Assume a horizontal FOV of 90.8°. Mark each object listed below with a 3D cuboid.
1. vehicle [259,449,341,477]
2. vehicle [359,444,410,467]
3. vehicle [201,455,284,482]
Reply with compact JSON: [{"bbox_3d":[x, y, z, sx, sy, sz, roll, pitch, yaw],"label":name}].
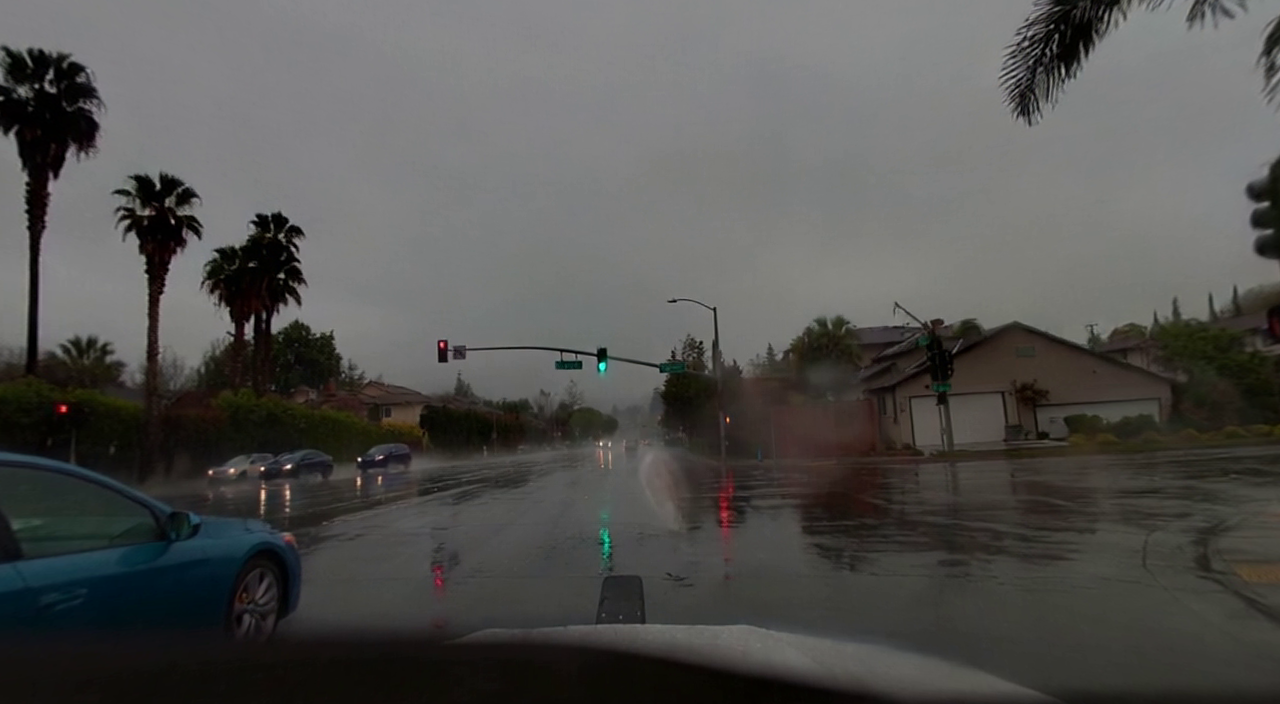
[{"bbox_3d":[-20.041,6.521,37.513,2.084,1.528,4.778,0,-9,1],"label":"vehicle"},{"bbox_3d":[-19.871,8.049,49.313,1.929,1.644,4.763,0,-9,1],"label":"vehicle"},{"bbox_3d":[-24.114,7.059,38.562,2.019,1.427,4.630,-1,-9,2],"label":"vehicle"}]
